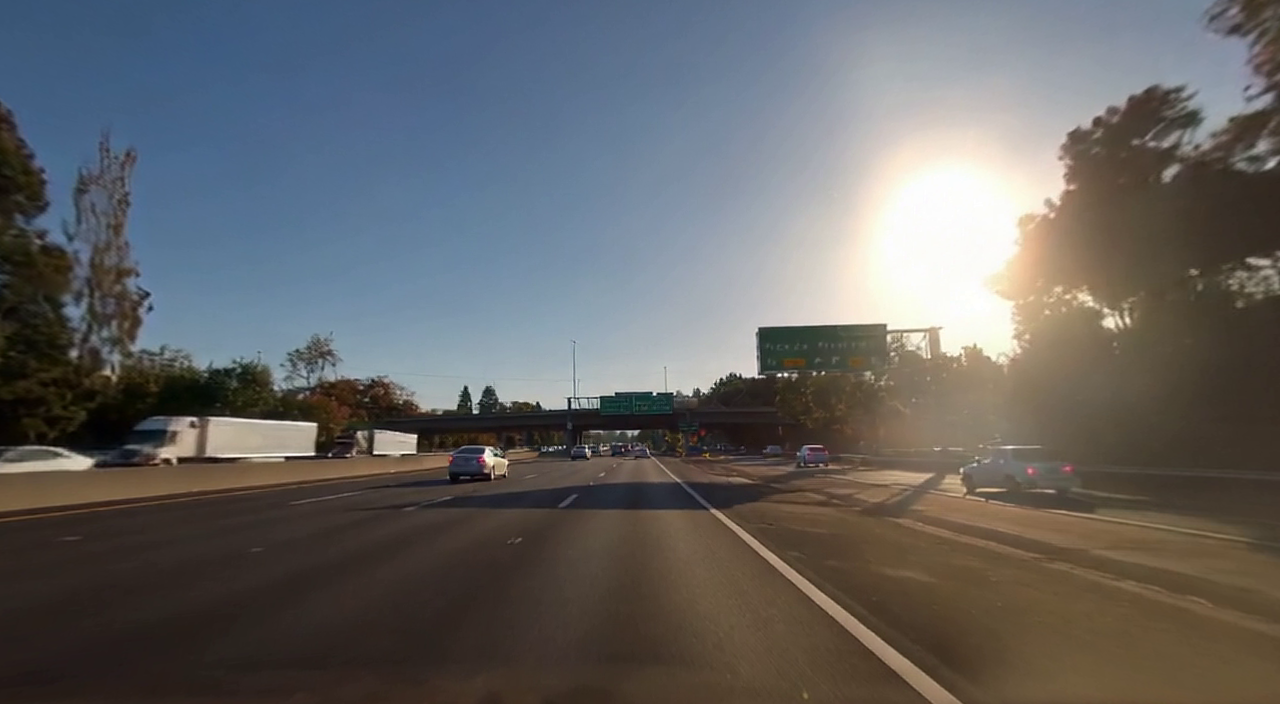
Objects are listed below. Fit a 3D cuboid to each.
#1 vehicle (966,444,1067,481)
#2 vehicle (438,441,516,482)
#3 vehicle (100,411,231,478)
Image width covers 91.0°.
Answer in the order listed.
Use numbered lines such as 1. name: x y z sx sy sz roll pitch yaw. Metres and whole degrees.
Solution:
1. vehicle: 17.732 5.198 29.966 2.012 1.601 4.565 0 -8 0
2. vehicle: -6.481 4.408 25.593 1.985 1.513 4.172 0 -9 1
3. vehicle: -31.749 6.260 42.620 3.220 4.166 6.903 0 -9 1
